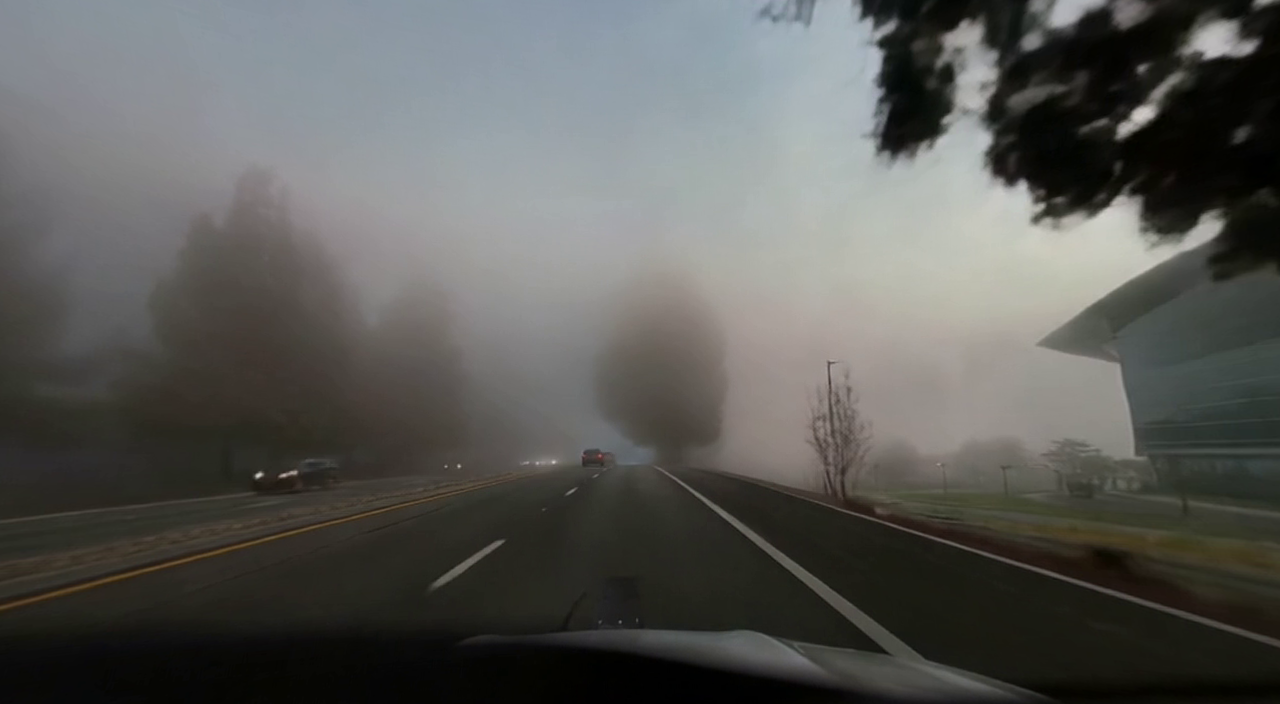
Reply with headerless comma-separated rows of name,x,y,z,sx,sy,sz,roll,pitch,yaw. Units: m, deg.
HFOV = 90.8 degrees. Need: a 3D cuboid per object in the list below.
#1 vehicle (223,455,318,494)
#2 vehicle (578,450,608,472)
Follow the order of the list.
vehicle,-18.922,6.268,32.665,2.088,1.722,4.609,0,-8,1
vehicle,-3.575,8.366,48.630,1.984,1.521,4.682,0,-8,0
